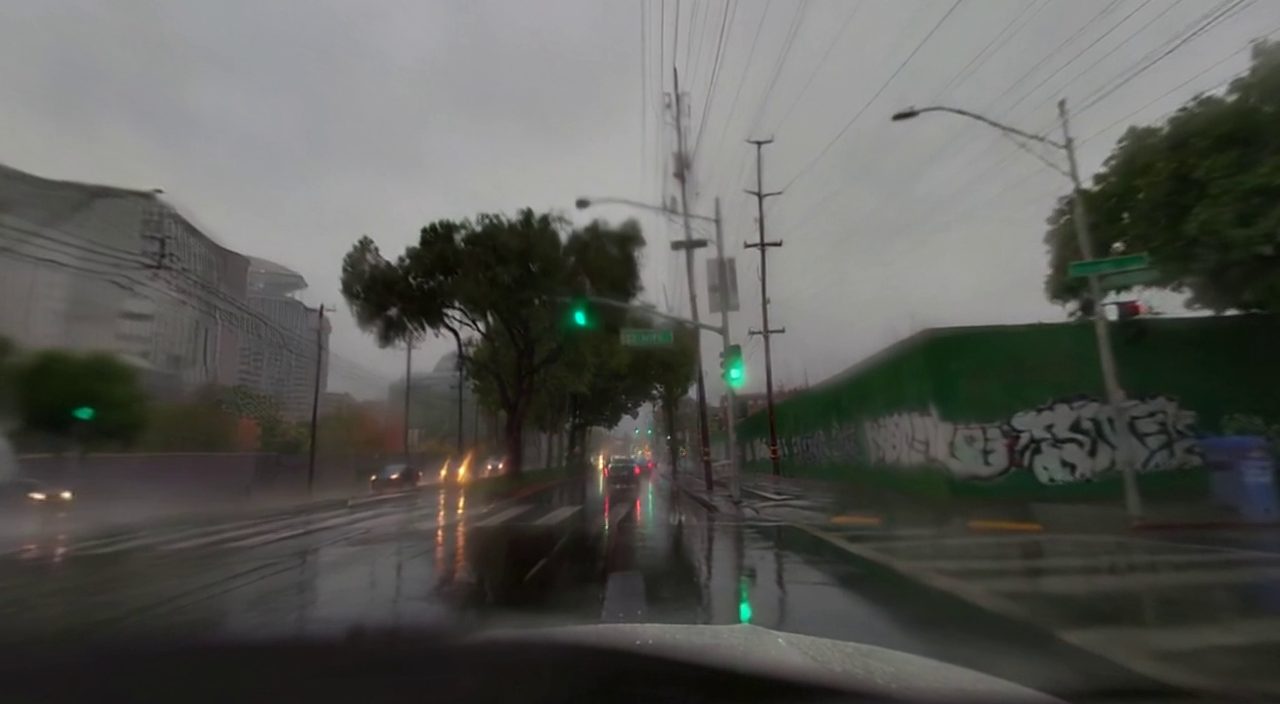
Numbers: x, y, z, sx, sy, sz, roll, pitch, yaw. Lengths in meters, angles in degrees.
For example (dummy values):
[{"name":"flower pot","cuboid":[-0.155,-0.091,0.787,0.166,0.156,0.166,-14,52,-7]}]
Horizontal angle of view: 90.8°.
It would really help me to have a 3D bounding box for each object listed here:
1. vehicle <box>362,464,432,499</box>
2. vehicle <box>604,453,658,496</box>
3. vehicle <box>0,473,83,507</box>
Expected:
[{"name":"vehicle","cuboid":[-13.073,6.965,34.315,1.992,1.585,4.375,0,-8,0]},{"name":"vehicle","cuboid":[-0.365,5.091,26.660,2.105,1.611,3.750,0,-8,-1]},{"name":"vehicle","cuboid":[-30.018,6.799,31.123,1.627,1.383,3.731,-4,-9,4]}]
